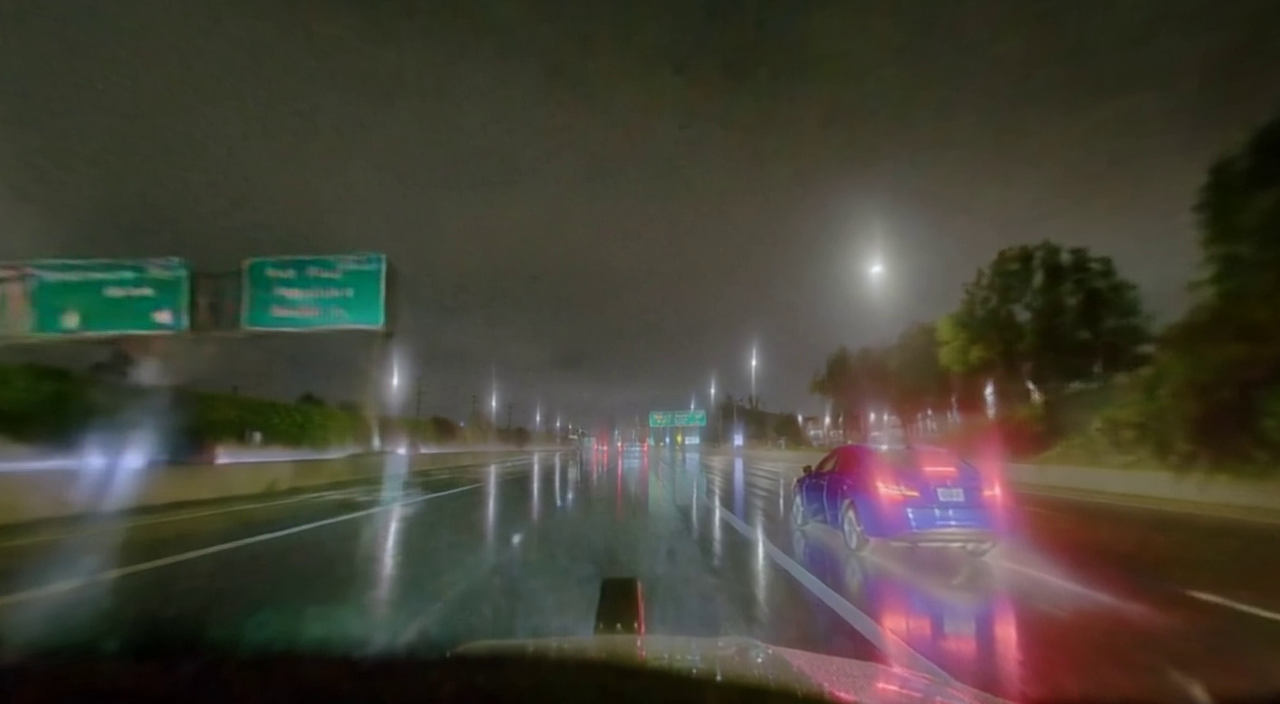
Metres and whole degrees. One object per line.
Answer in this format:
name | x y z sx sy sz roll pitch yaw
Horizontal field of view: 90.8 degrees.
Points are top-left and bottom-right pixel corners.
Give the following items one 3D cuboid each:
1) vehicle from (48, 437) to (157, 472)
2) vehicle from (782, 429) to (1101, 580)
vehicle | -26.918 5.118 31.850 1.770 1.589 4.181 0 -8 0
vehicle | 3.554 1.875 8.699 1.989 1.479 4.670 0 -9 -1
